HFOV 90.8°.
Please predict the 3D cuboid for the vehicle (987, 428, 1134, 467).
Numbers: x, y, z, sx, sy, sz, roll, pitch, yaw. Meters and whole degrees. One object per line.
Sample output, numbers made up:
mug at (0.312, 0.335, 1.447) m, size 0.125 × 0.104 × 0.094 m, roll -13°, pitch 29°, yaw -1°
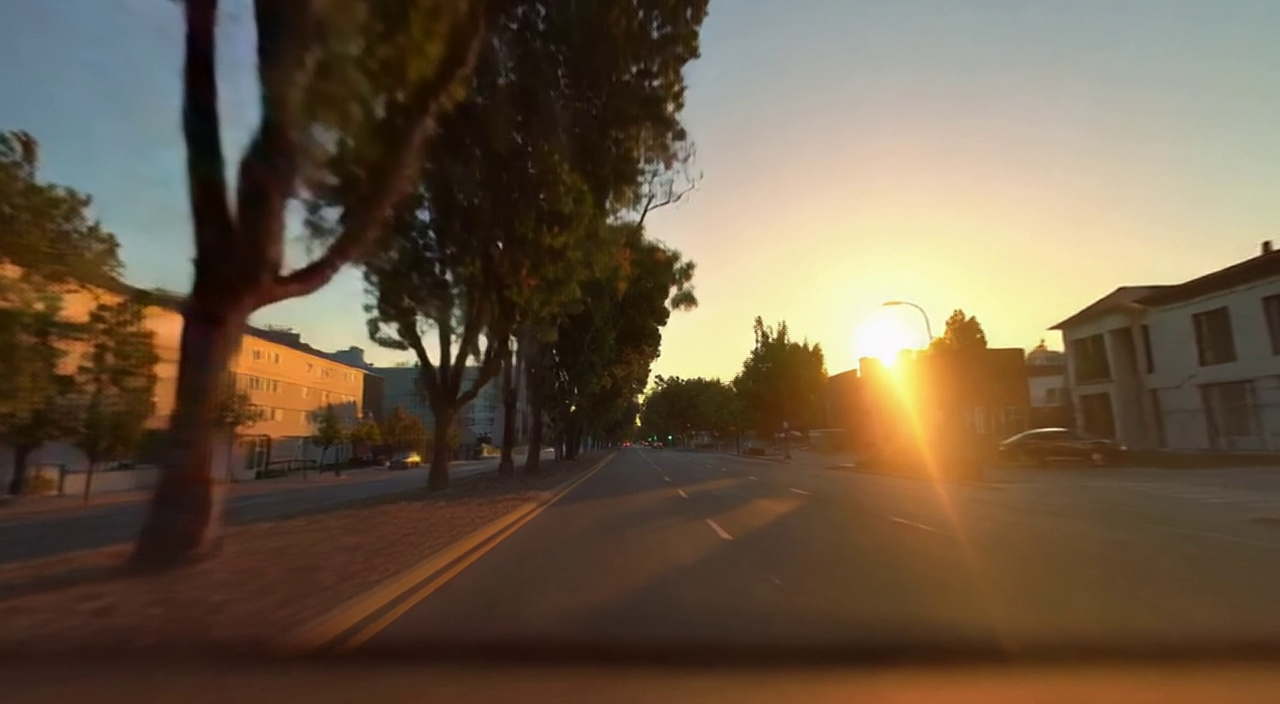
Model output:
vehicle at (16.939, 3.876, 25.615) m, size 4.505 × 1.498 × 2.068 m, roll 0°, pitch -8°, yaw -3°
